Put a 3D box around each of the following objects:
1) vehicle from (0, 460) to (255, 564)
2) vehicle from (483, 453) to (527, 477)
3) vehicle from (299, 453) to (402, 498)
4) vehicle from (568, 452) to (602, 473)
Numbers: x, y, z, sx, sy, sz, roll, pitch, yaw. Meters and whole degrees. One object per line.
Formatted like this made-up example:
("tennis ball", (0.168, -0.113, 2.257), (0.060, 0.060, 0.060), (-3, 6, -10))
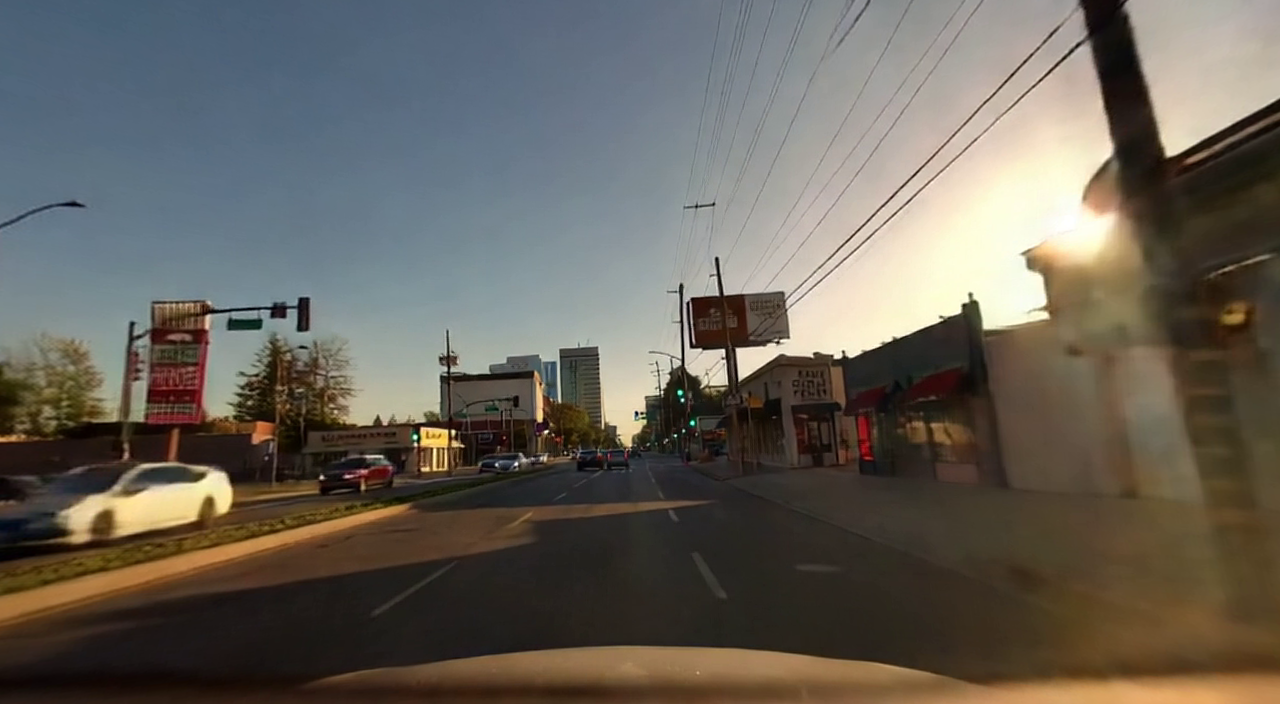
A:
("vehicle", (-9.496, 2.768, 11.638), (2.050, 1.457, 4.338), (0, -9, 0))
("vehicle", (-9.691, 8.117, 45.637), (1.994, 1.550, 5.009), (-1, -9, 1))
("vehicle", (-13.034, 5.551, 28.881), (2.347, 1.857, 4.860), (0, -9, 0))
("vehicle", (-3.897, 7.852, 45.192), (1.962, 1.420, 4.021), (-1, -9, 2))
